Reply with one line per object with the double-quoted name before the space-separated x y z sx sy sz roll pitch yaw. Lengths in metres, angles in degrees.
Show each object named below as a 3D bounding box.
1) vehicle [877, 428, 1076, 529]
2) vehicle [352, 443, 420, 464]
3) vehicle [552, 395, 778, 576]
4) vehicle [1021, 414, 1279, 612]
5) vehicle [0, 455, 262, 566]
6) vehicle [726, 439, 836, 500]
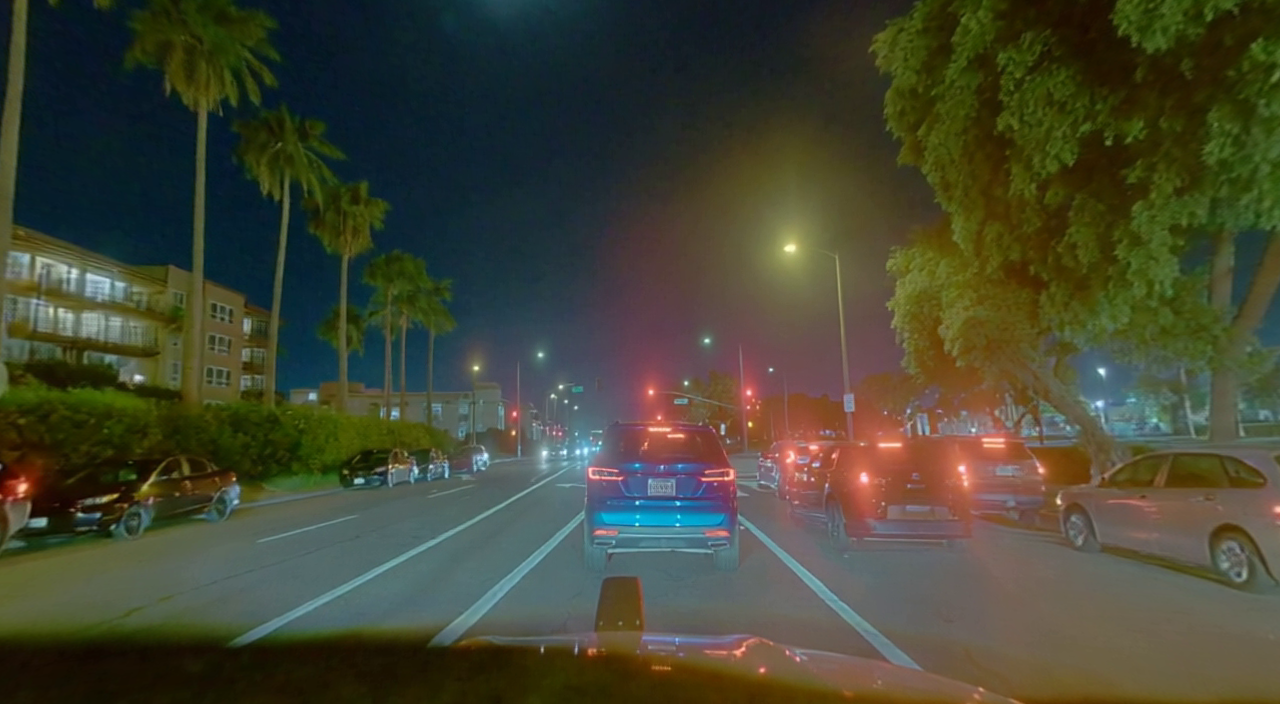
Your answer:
"vehicle" 6.681 2.528 13.236 1.930 1.736 4.329 -1 -8 3
"vehicle" -18.697 7.491 46.660 1.759 1.457 4.297 -7 -11 38
"vehicle" 0.271 1.658 8.561 2.264 1.798 4.258 0 -8 1
"vehicle" 6.448 1.598 6.930 1.935 1.672 4.139 0 -8 1
"vehicle" -9.566 2.801 11.901 2.054 1.467 4.595 -3 -7 0
"vehicle" 3.767 3.206 17.720 2.021 1.480 4.402 0 -8 0
